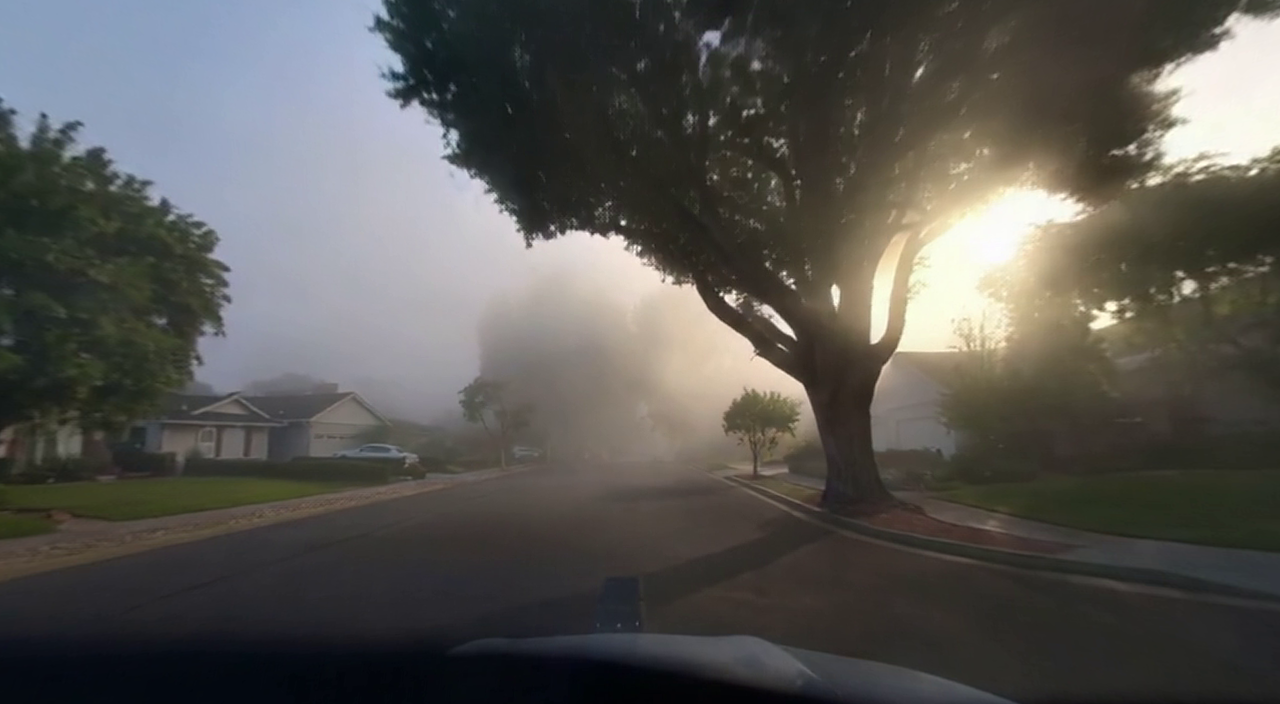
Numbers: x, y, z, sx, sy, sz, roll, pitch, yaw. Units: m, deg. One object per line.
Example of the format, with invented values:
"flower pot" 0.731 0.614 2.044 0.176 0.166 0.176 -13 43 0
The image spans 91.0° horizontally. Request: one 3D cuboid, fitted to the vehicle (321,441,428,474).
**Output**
"vehicle" -14.217 5.664 33.889 4.850 1.676 1.920 0 -9 3
